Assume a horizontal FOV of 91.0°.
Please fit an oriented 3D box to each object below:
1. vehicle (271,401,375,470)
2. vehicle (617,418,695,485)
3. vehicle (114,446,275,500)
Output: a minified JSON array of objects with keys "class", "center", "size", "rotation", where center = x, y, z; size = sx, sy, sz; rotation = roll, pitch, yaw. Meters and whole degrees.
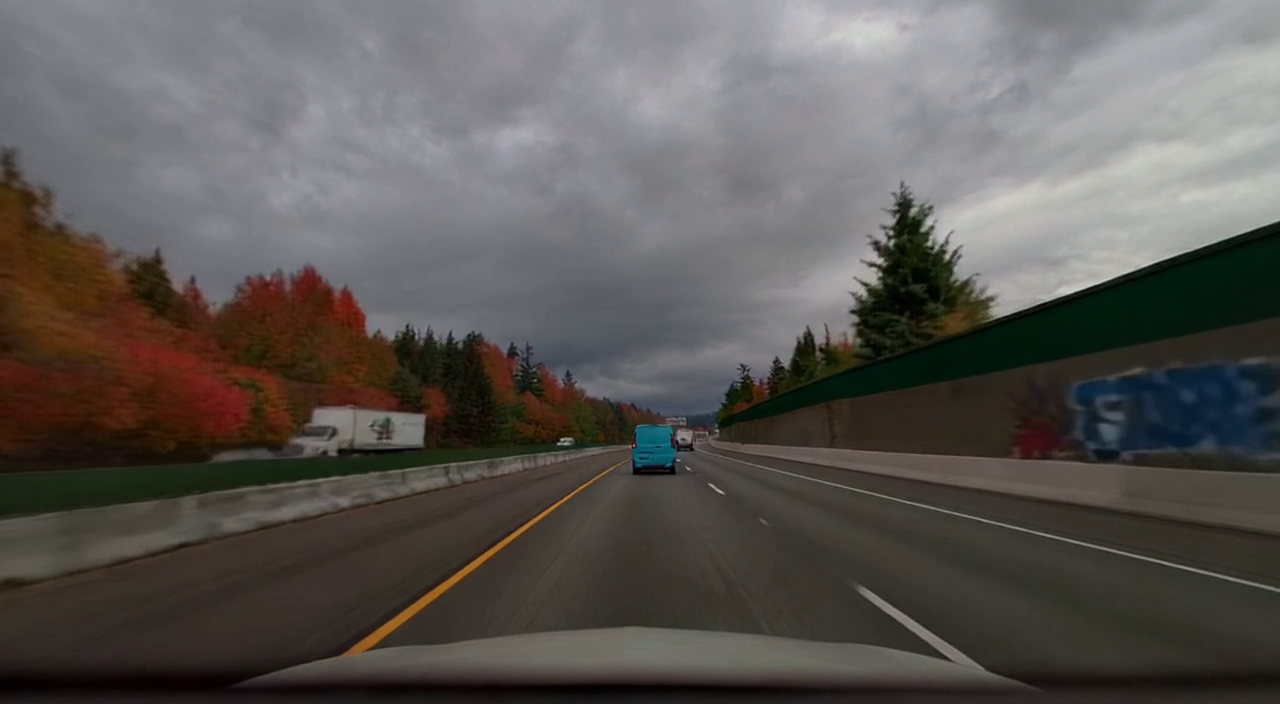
[{"class":"vehicle","center":[-20.430,5.507,41.093],"size":[2.976,4.117,6.443],"rotation":[0,-8,3]},{"class":"vehicle","center":[0.478,3.241,20.710],"size":[2.283,1.956,4.421],"rotation":[0,-8,0]},{"class":"vehicle","center":[-14.794,4.001,21.322],"size":[1.960,1.565,4.781],"rotation":[0,-8,0]}]
